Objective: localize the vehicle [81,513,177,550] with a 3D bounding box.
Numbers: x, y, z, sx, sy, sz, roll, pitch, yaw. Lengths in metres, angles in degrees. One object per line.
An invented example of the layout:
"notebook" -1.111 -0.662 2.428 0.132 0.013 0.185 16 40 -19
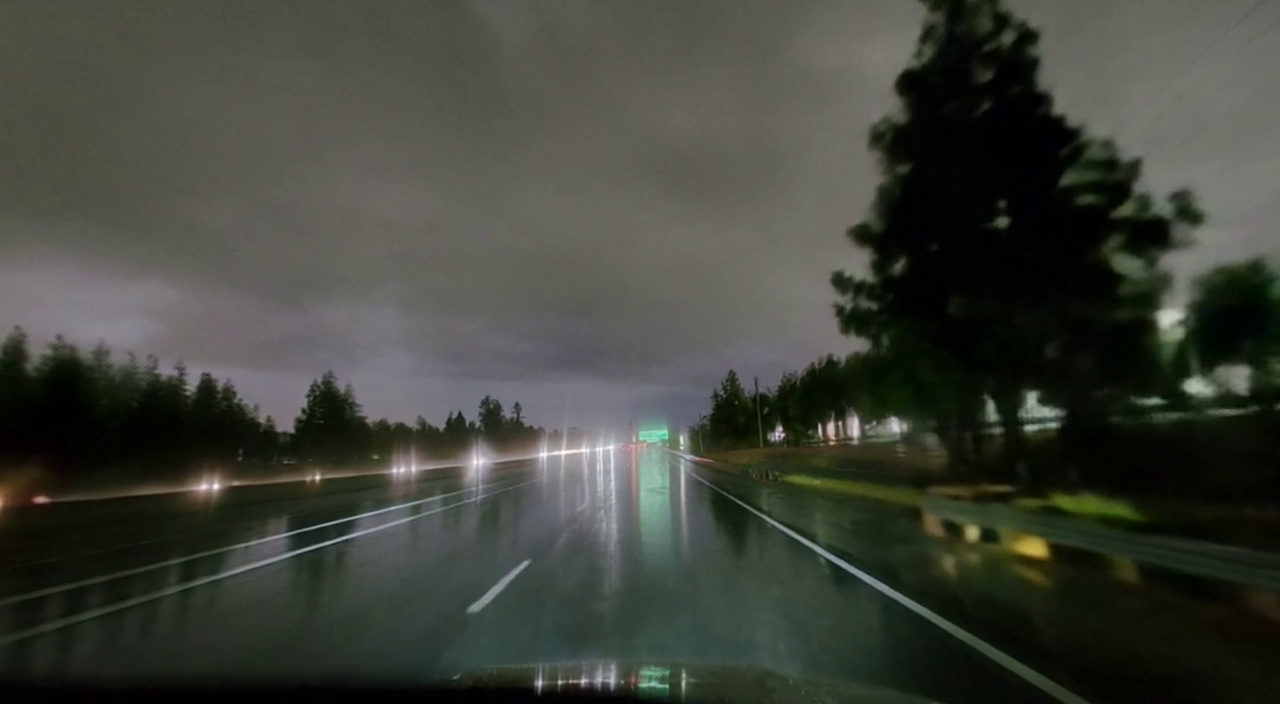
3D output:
"vehicle" -30.498 10.727 37.796 1.775 1.530 4.579 -2 -9 3
